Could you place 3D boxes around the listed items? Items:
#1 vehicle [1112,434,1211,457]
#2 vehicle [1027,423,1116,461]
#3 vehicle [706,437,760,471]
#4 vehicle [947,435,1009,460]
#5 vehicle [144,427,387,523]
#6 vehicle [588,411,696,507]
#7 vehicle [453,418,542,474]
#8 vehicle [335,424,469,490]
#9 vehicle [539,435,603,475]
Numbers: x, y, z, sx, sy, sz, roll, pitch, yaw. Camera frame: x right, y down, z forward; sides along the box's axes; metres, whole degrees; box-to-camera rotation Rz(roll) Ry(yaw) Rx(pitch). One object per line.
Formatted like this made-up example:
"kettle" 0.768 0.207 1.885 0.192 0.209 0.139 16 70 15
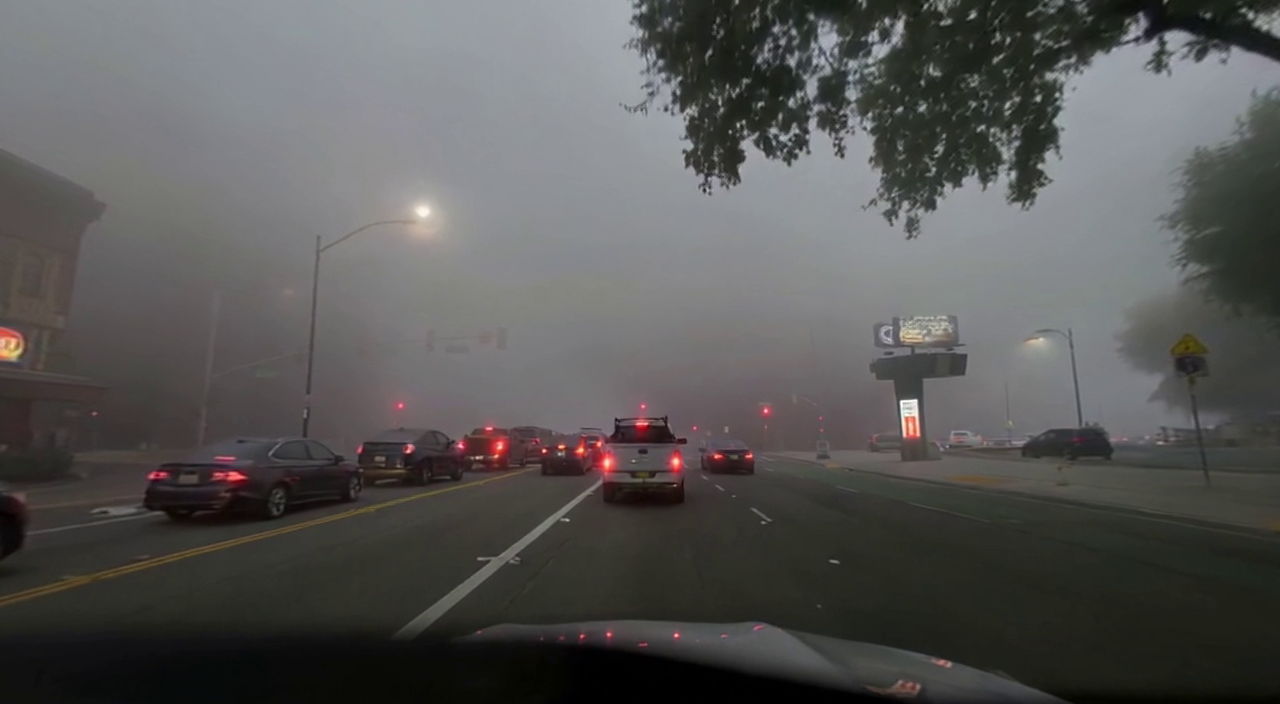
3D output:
"vehicle" 30.440 5.475 36.867 4.176 1.313 1.719 0 -8 3
"vehicle" 20.198 4.203 29.467 4.156 1.622 1.924 6 -10 -34
"vehicle" 4.222 4.702 29.308 2.023 1.441 4.240 0 -8 2
"vehicle" 21.251 5.990 39.585 3.836 1.443 1.694 5 -10 -33
"vehicle" -6.662 2.215 11.925 1.831 1.451 4.382 0 -8 1
"vehicle" 0.065 2.372 14.274 2.064 1.817 4.298 0 -8 1
"vehicle" -5.802 3.933 26.364 2.496 2.112 4.351 0 -8 3
"vehicle" -6.633 2.979 18.201 1.941 1.655 4.503 0 -8 2
"vehicle" -2.674 4.136 25.423 1.894 1.461 4.080 0 -8 3
